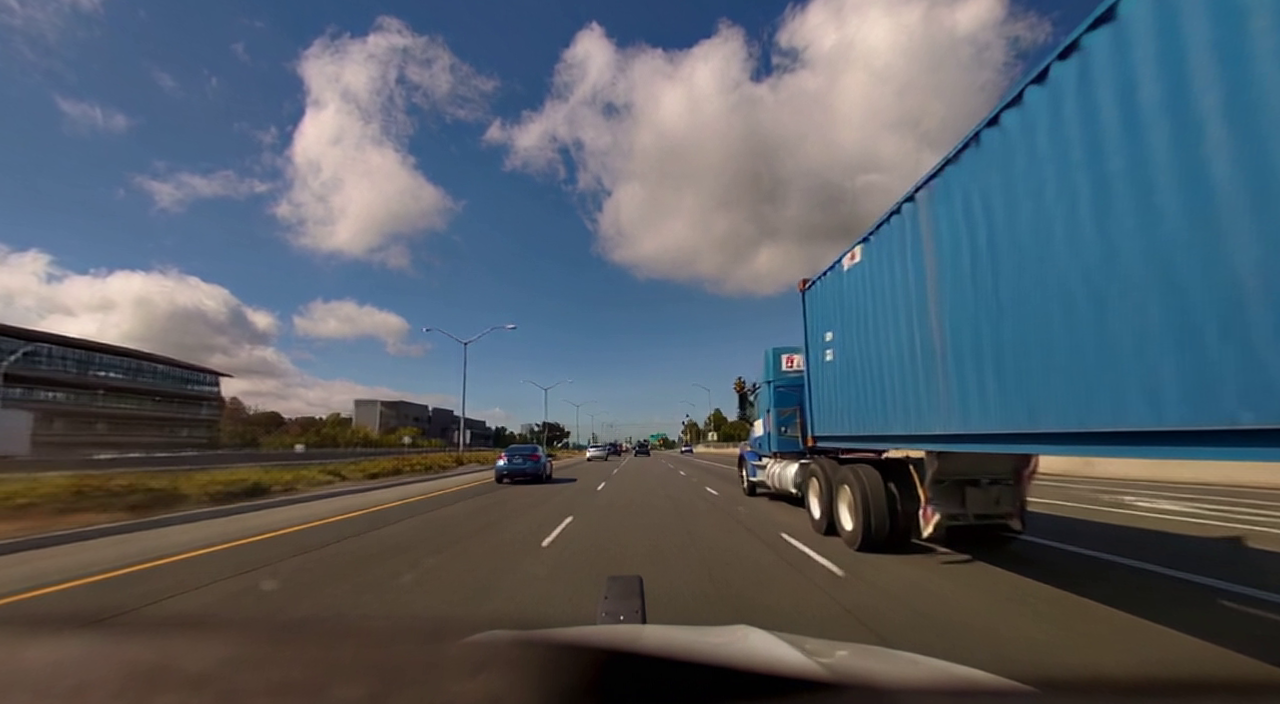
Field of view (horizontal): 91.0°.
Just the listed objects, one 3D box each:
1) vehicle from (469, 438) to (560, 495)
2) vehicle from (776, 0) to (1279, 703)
[{"bbox_3d":[-3.675,3.432,19.188,1.954,1.528,4.010,0,-9,0],"label":"vehicle"},{"bbox_3d":[3.961,0.028,4.977,2.893,3.992,13.605,0,-9,1],"label":"vehicle"}]
